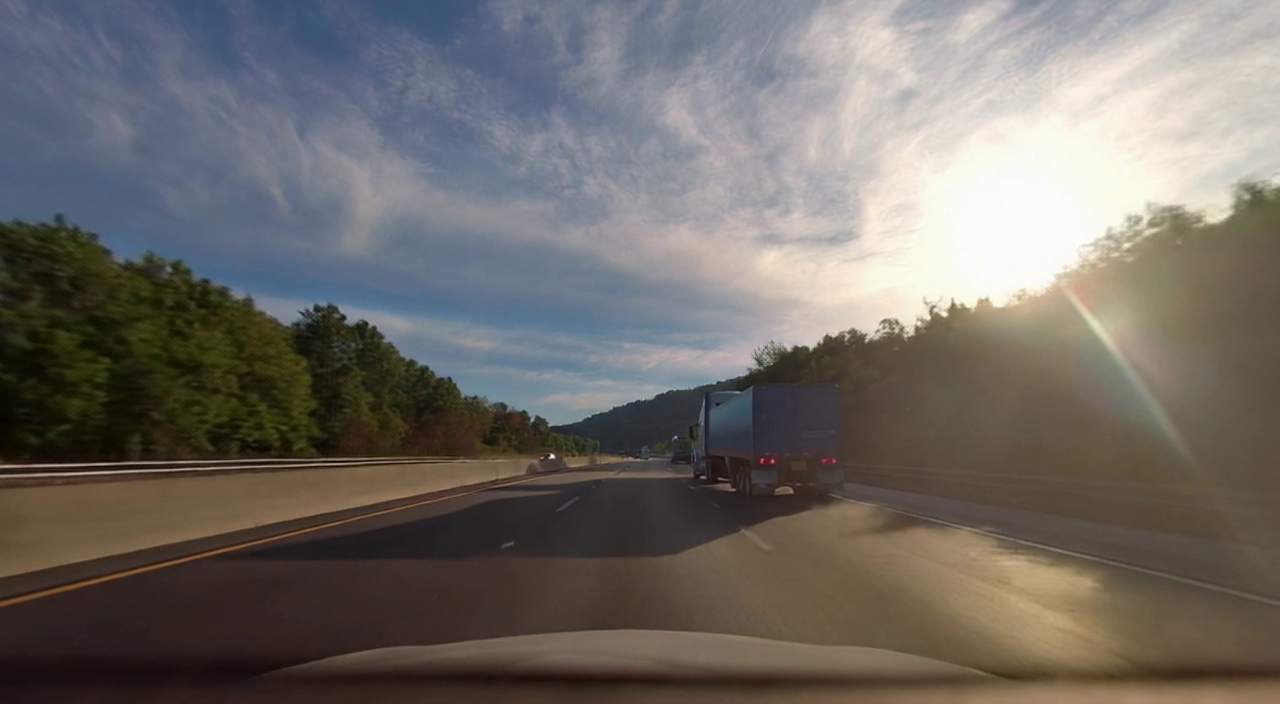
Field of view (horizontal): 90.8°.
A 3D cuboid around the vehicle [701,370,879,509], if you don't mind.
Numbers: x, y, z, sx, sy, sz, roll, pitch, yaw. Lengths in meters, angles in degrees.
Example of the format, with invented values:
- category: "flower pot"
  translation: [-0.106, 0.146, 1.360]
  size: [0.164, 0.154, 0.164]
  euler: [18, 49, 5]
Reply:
- category: "vehicle"
  translation: [4.363, 3.242, 22.633]
  size: [2.868, 3.427, 14.032]
  euler: [0, -9, 0]
